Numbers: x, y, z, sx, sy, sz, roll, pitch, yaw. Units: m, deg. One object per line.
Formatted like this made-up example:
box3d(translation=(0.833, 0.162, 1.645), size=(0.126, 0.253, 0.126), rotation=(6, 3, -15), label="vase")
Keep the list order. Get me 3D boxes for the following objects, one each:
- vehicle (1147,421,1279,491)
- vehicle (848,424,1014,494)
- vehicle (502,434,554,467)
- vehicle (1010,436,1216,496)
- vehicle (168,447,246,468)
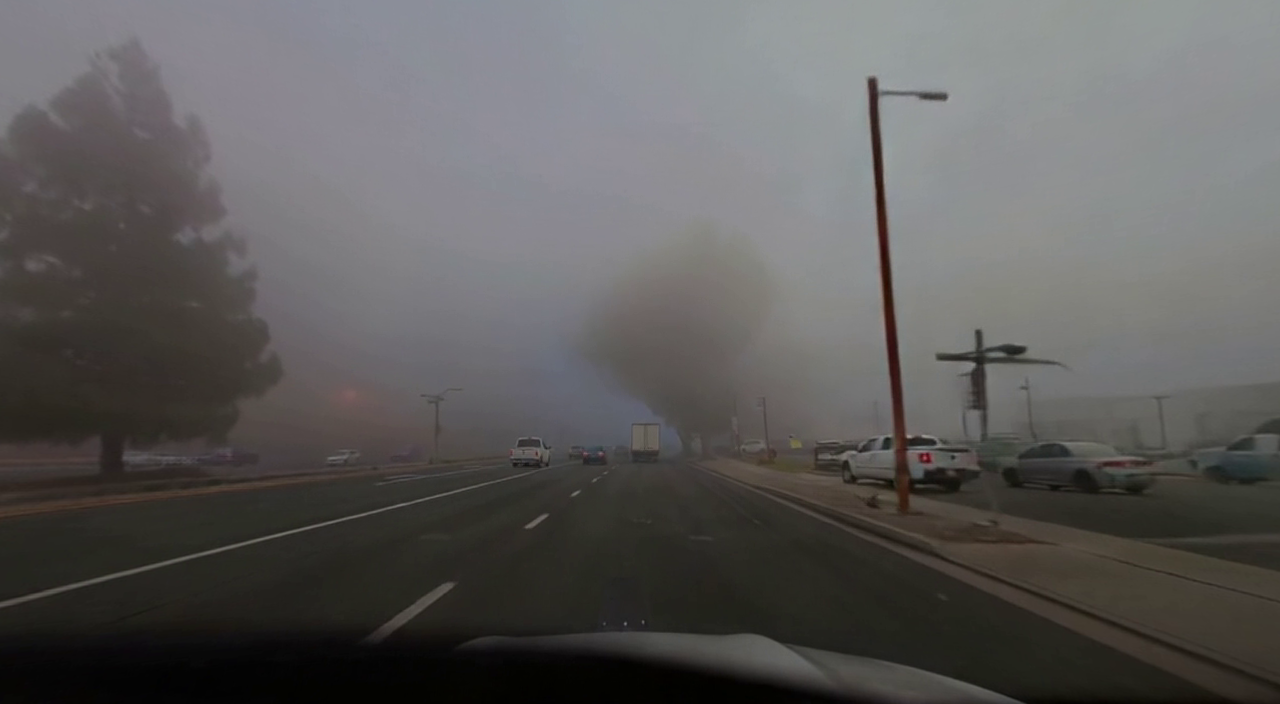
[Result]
box3d(translation=(18.457, 2.963, 18.064), size=(2.211, 1.880, 5.847), rotation=(2, -9, -12), label="vehicle")
box3d(translation=(8.165, 3.055, 18.317), size=(2.057, 1.750, 4.679), rotation=(1, -9, -8), label="vehicle")
box3d(translation=(-6.801, 6.059, 38.952), size=(2.149, 1.893, 5.187), rotation=(0, -8, 1), label="vehicle")
box3d(translation=(13.371, 3.217, 18.255), size=(1.944, 1.476, 4.483), rotation=(2, -9, -13), label="vehicle")
box3d(translation=(-33.554, 8.180, 48.954), size=(4.462, 1.613, 2.046), rotation=(0, -8, -2), label="vehicle")
